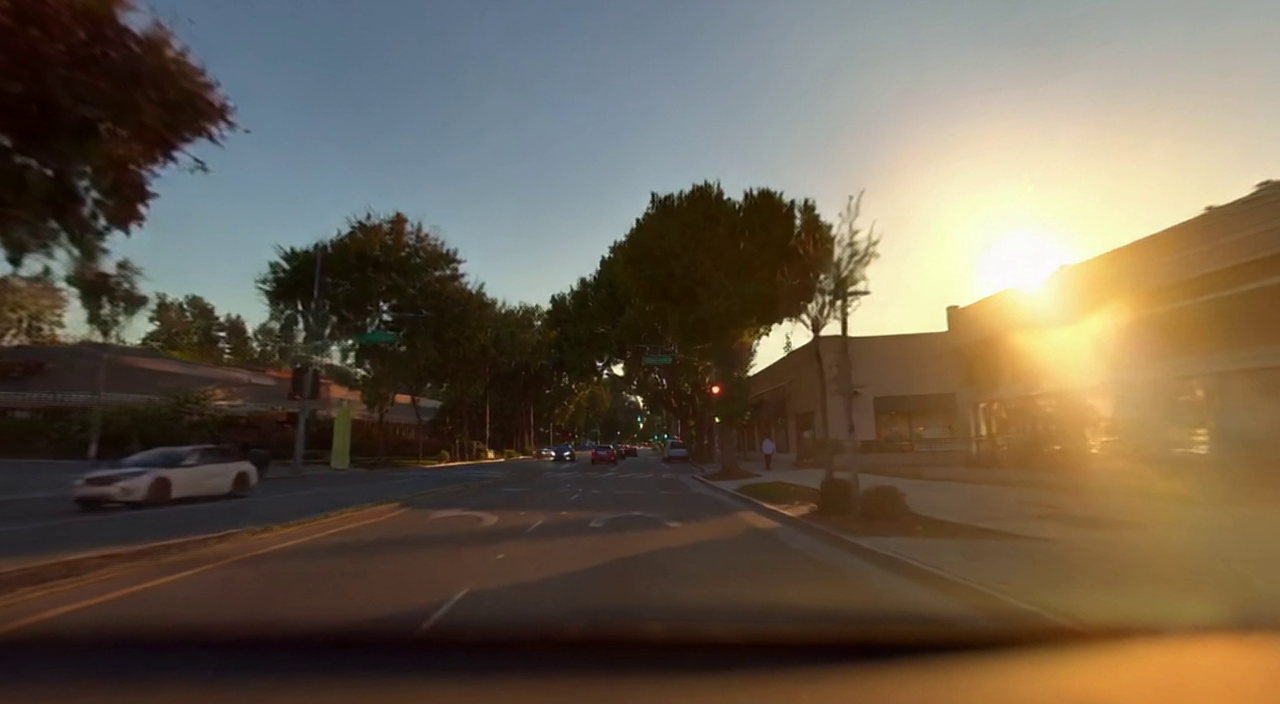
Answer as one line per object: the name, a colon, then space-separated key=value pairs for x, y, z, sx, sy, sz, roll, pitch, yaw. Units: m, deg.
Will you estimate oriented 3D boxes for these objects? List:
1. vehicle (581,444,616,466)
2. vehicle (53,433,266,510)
vehicle: x=-2.908 y=7.330 z=45.147 sx=2.122 sy=1.469 sz=4.388 roll=0 pitch=-9 yaw=1
vehicle: x=-10.819 y=2.701 z=14.657 sx=1.873 sy=1.532 sz=3.777 roll=0 pitch=-9 yaw=1
